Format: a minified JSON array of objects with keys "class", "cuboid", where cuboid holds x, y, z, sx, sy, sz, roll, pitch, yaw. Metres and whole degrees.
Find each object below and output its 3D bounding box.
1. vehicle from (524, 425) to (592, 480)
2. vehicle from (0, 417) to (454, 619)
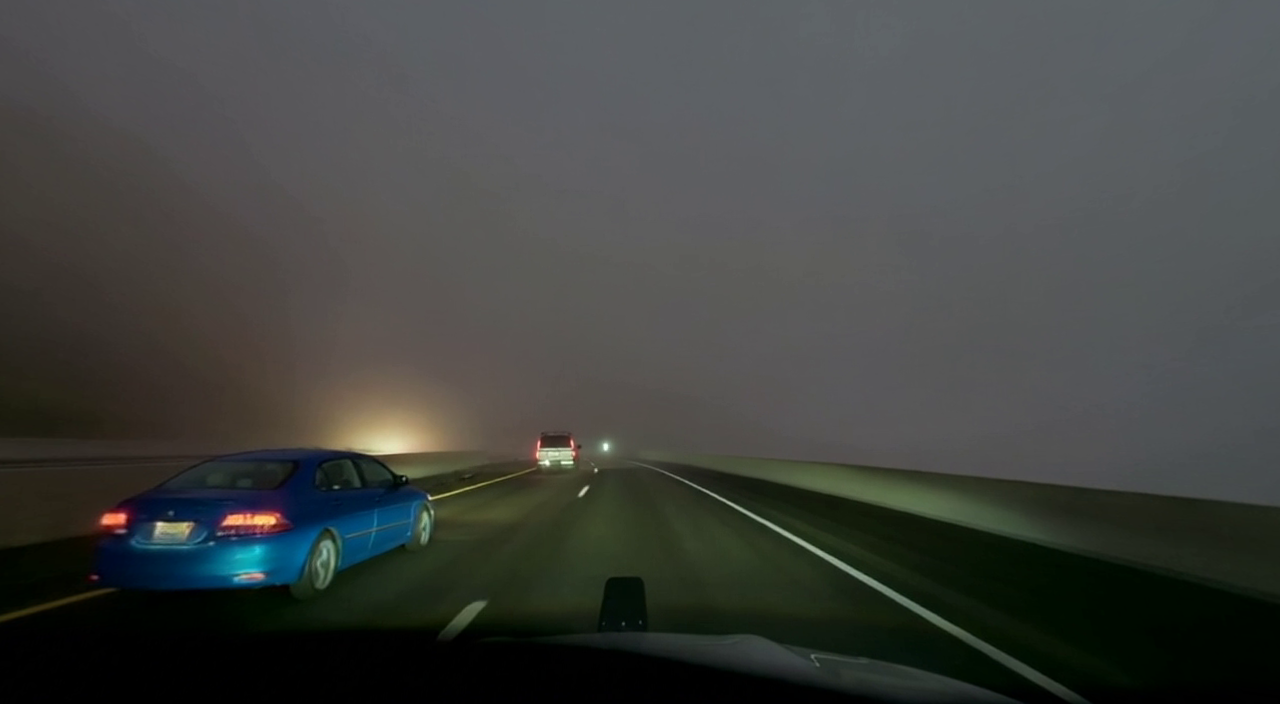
[{"class":"vehicle","cuboid":[-3.557,4.509,28.507,2.444,2.204,5.568,0,-8,-1]},{"class":"vehicle","cuboid":[-3.871,1.601,7.123,2.097,1.511,4.585,0,-8,1]}]
